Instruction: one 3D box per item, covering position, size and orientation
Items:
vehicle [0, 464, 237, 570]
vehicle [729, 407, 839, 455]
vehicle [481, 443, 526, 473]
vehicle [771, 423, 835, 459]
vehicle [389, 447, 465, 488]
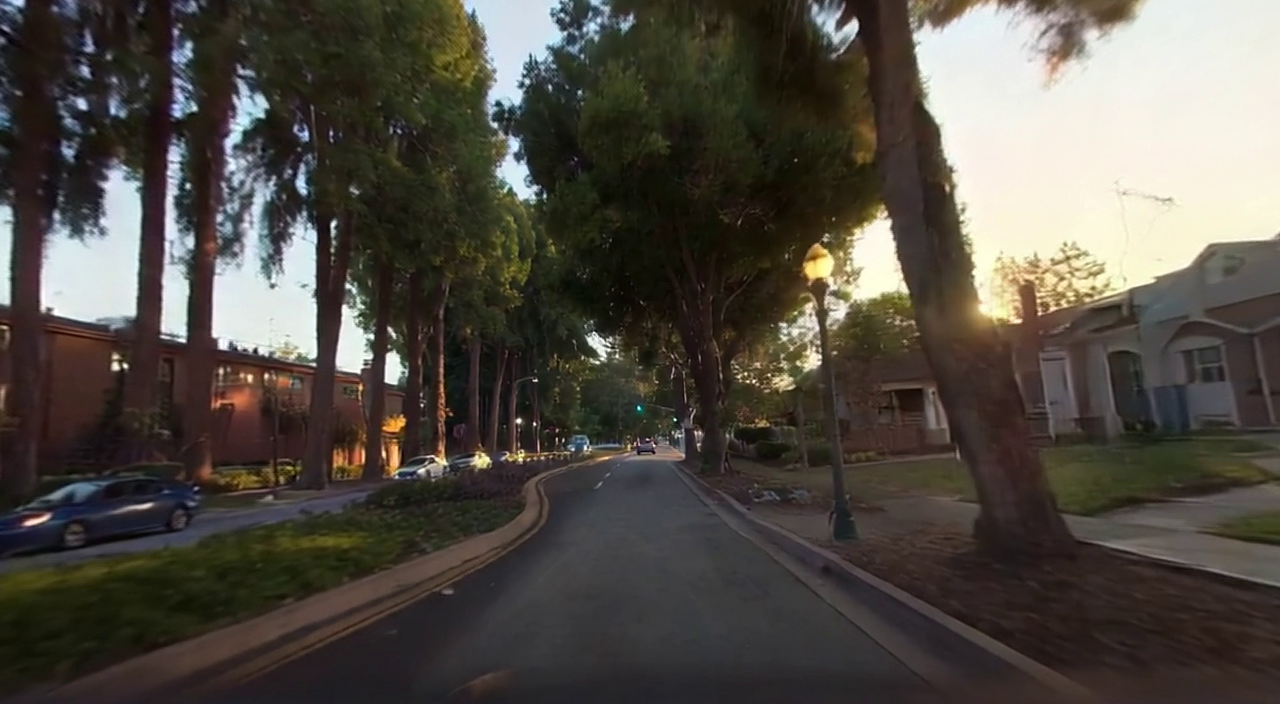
[{"bbox_3d":[-10.220,2.980,12.146,1.892,1.484,4.576,0,-8,-1],"label":"vehicle"},{"bbox_3d":[8.760,4.909,38.585,6.019,2.672,2.563,-5,-10,27],"label":"vehicle"},{"bbox_3d":[-10.270,7.988,47.771,2.232,1.961,5.739,-3,-9,-2],"label":"vehicle"},{"bbox_3d":[8.566,4.755,33.603,1.999,1.753,4.995,0,-8,0],"label":"vehicle"},{"bbox_3d":[-10.485,5.656,31.380,1.995,1.657,4.609,-6,-8,2],"label":"vehicle"}]
